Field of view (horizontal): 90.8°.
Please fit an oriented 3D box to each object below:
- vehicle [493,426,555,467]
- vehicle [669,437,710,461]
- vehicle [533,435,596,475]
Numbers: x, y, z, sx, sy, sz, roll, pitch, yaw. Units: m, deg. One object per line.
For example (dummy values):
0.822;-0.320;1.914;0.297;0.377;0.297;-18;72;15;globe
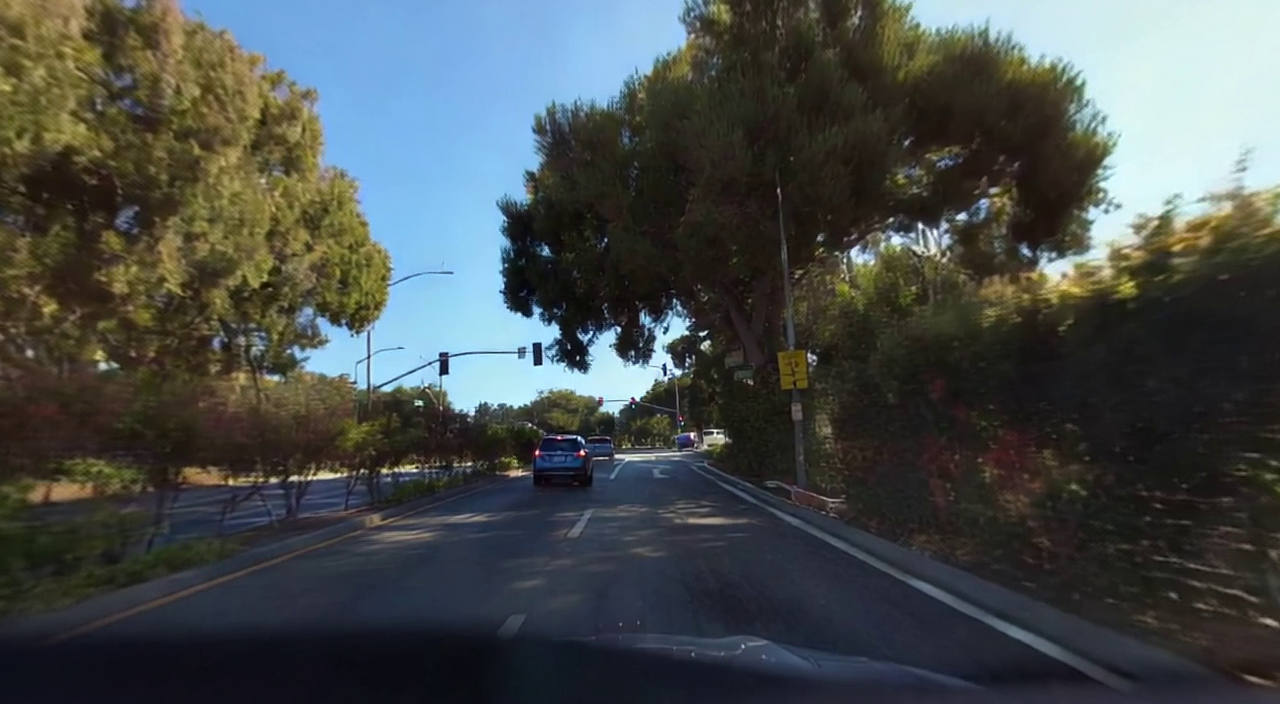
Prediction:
-6.159;5.100;34.245;2.390;2.020;5.085;0;-9;0;vehicle
3.170;6.117;40.007;1.945;1.410;4.284;-2;-9;13;vehicle
-2.991;4.193;25.911;1.979;1.492;3.930;0;-9;1;vehicle
